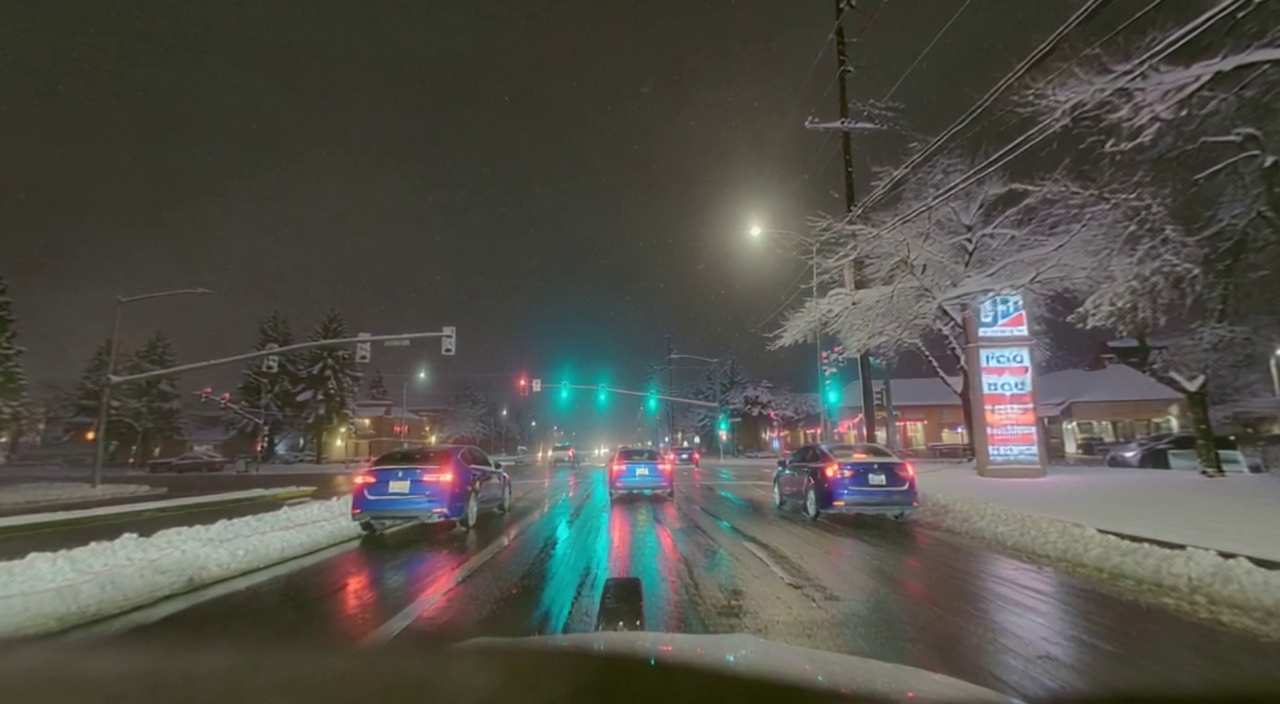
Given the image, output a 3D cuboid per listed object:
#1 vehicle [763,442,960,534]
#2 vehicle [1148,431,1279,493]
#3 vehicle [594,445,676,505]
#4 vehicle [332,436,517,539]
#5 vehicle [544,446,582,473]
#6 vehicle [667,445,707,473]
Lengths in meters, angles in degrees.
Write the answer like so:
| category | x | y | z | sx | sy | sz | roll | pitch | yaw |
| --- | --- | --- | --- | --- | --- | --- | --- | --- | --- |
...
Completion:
| category | x | y | z | sx | sy | sz | roll | pitch | yaw |
| --- | --- | --- | --- | --- | --- | --- | --- | --- | --- |
| vehicle | 4.144 | 2.616 | 12.914 | 2.119 | 1.479 | 4.910 | 0 | -9 | -2 |
| vehicle | 16.469 | 2.820 | 16.458 | 4.802 | 1.480 | 2.126 | 1 | -9 | -6 |
| vehicle | -0.200 | 3.421 | 18.076 | 2.072 | 1.473 | 4.139 | 0 | -9 | -2 |
| vehicle | -3.821 | 2.468 | 12.256 | 2.035 | 1.564 | 4.702 | 0 | -9 | -1 |
| vehicle | -4.769 | 6.736 | 39.802 | 1.932 | 1.606 | 4.157 | 0 | -9 | -1 |
| vehicle | 2.898 | 6.687 | 39.776 | 1.986 | 1.660 | 4.006 | 0 | -9 | -2 |
